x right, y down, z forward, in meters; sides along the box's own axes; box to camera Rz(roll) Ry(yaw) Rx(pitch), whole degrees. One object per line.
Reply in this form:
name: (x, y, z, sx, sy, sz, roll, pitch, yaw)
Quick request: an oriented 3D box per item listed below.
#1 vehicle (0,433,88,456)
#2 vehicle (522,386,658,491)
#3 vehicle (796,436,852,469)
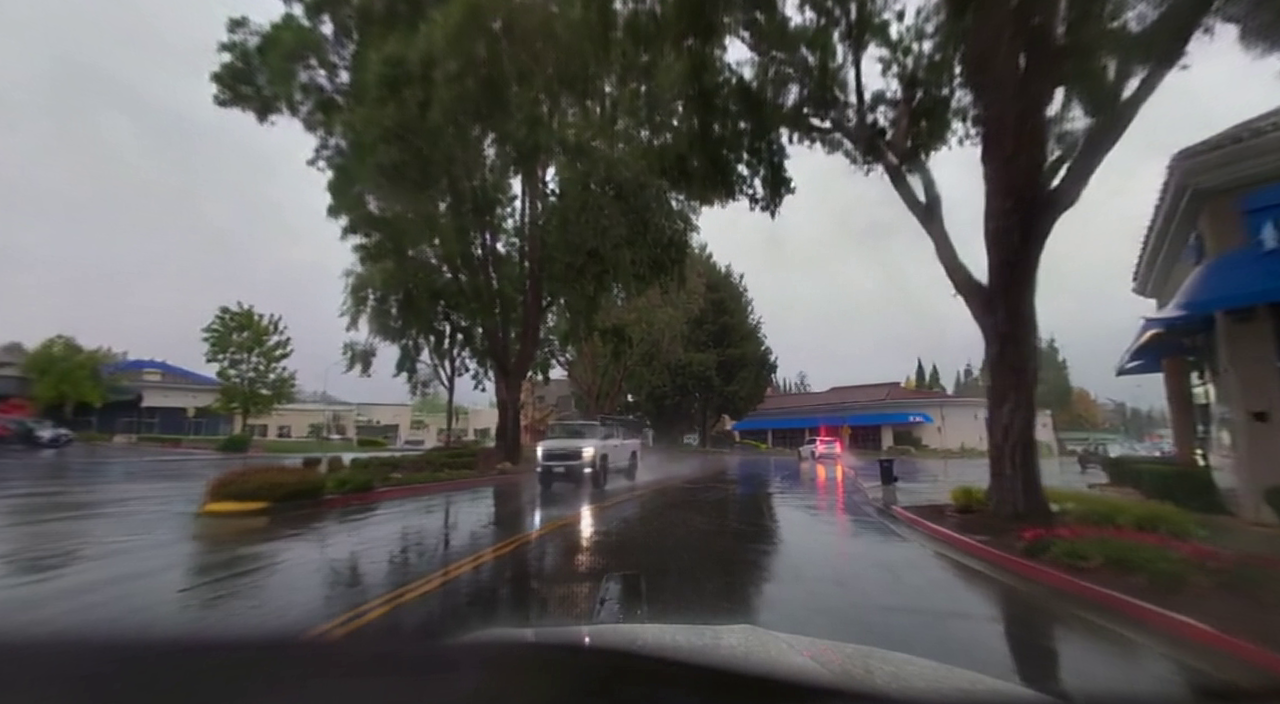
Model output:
vehicle: (-43.820, 6.731, 45.967, 5.069, 1.627, 1.868, 4, -10, -29)
vehicle: (-1.294, 2.824, 20.425, 2.674, 2.815, 6.582, -2, -9, 11)
vehicle: (10.566, 5.828, 36.724, 2.292, 1.767, 5.128, -1, -9, 7)
